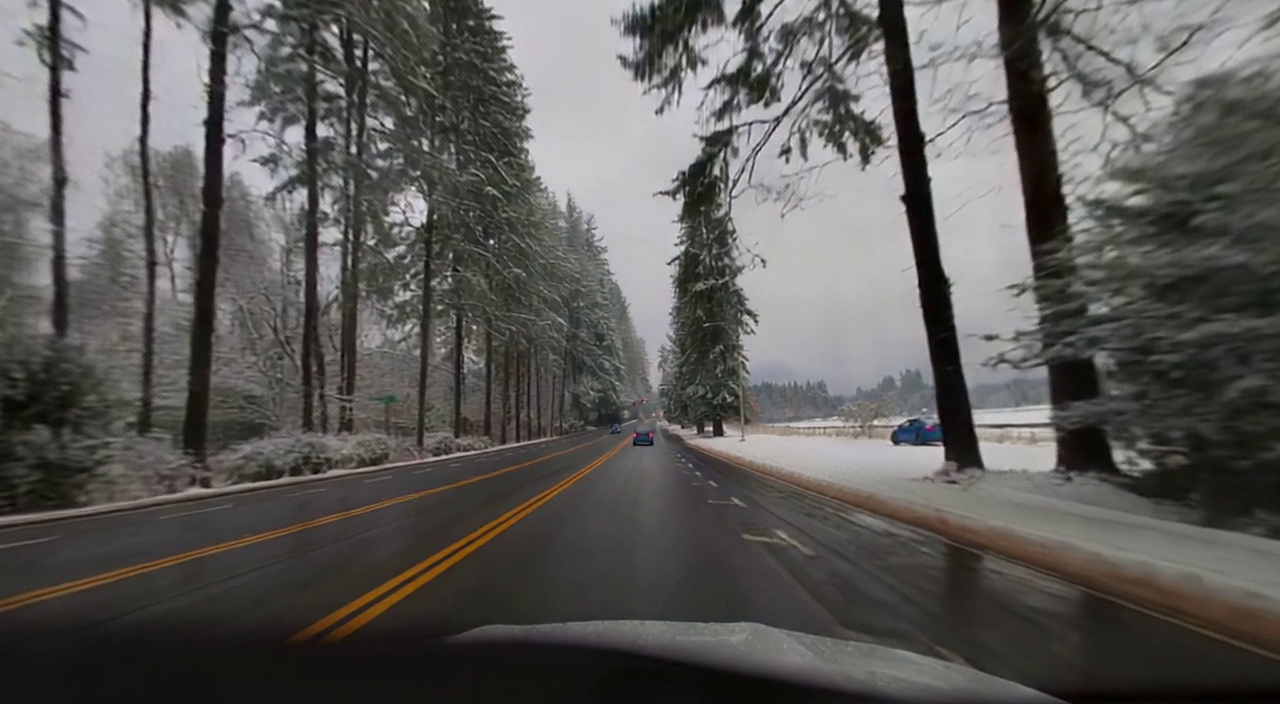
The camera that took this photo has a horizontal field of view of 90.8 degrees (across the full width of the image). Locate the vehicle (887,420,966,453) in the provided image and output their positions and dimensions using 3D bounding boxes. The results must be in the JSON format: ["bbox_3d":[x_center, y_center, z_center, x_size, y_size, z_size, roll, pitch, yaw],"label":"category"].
[{"bbox_3d":[13.786,4.093,30.712,1.762,1.479,4.546,0,-8,0],"label":"vehicle"}]

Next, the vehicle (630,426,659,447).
[{"bbox_3d":[0.343,6.418,47.631,2.067,1.486,3.861,0,-9,1],"label":"vehicle"}]
